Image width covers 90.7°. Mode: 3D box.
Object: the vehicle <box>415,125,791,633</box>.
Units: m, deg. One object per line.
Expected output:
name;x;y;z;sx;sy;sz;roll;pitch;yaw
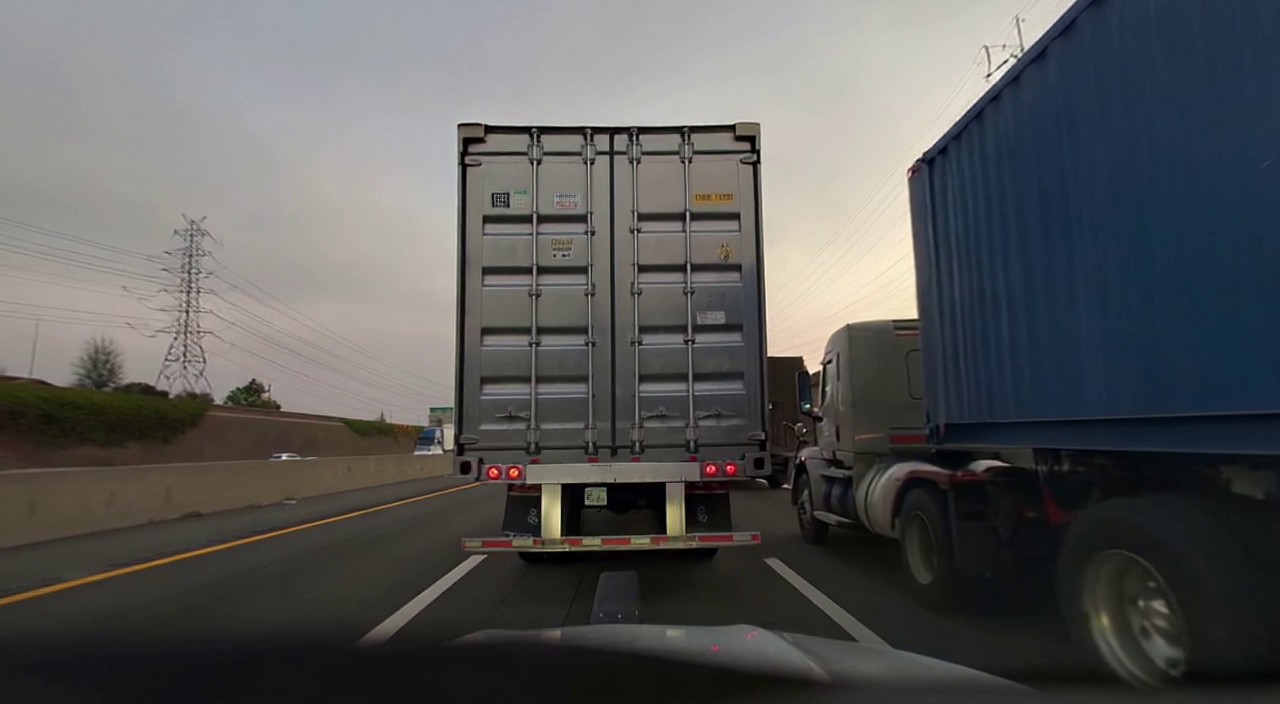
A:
vehicle;-0.295;0.978;11.030;2.841;4.071;12.046;0;-8;0

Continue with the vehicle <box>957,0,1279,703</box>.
vehicle;3.578;-0.486;0.152;2.955;3.777;7.403;0;-8;-1
